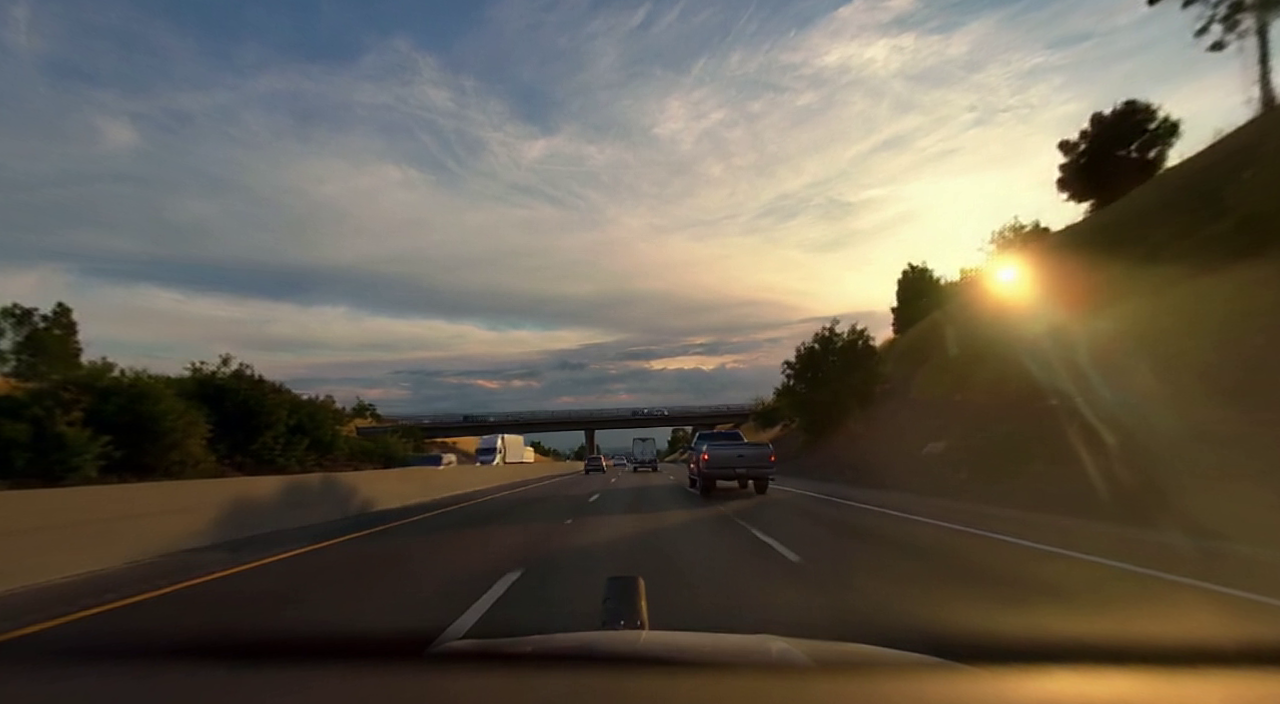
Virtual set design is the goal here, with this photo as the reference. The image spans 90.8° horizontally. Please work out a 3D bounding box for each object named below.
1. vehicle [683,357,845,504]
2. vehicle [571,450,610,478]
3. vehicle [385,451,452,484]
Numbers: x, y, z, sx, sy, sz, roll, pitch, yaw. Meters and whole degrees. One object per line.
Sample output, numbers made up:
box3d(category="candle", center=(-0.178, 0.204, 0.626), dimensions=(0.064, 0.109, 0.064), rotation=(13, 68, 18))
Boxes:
box3d(category="vehicle", center=(3.955, 3.423, 25.716), dimensions=(3.131, 4.037, 16.729), rotation=(0, -9, 0))
box3d(category="vehicle", center=(-2.972, 6.807, 38.595), dimensions=(2.007, 1.647, 3.854), rotation=(0, -9, 1))
box3d(category="vehicle", center=(-11.860, 6.183, 34.142), dimensions=(1.921, 1.647, 4.470), rotation=(0, -9, 1))
